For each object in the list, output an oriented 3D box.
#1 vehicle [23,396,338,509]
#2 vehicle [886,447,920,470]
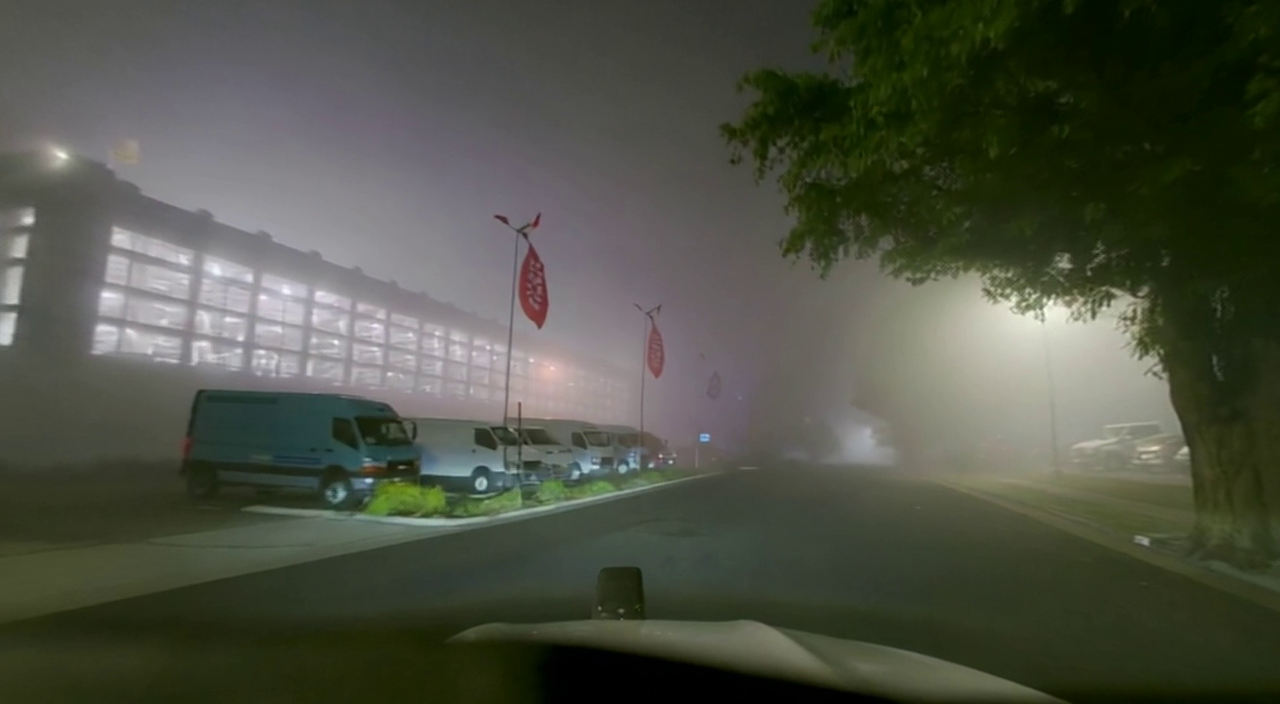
[{"bbox_3d":[-10.300,2.178,14.182,6.632,2.126,2.228,-3,-7,20],"label":"vehicle"},{"bbox_3d":[20.335,8.182,48.983,2.026,1.659,4.314,-3,-9,18],"label":"vehicle"}]
